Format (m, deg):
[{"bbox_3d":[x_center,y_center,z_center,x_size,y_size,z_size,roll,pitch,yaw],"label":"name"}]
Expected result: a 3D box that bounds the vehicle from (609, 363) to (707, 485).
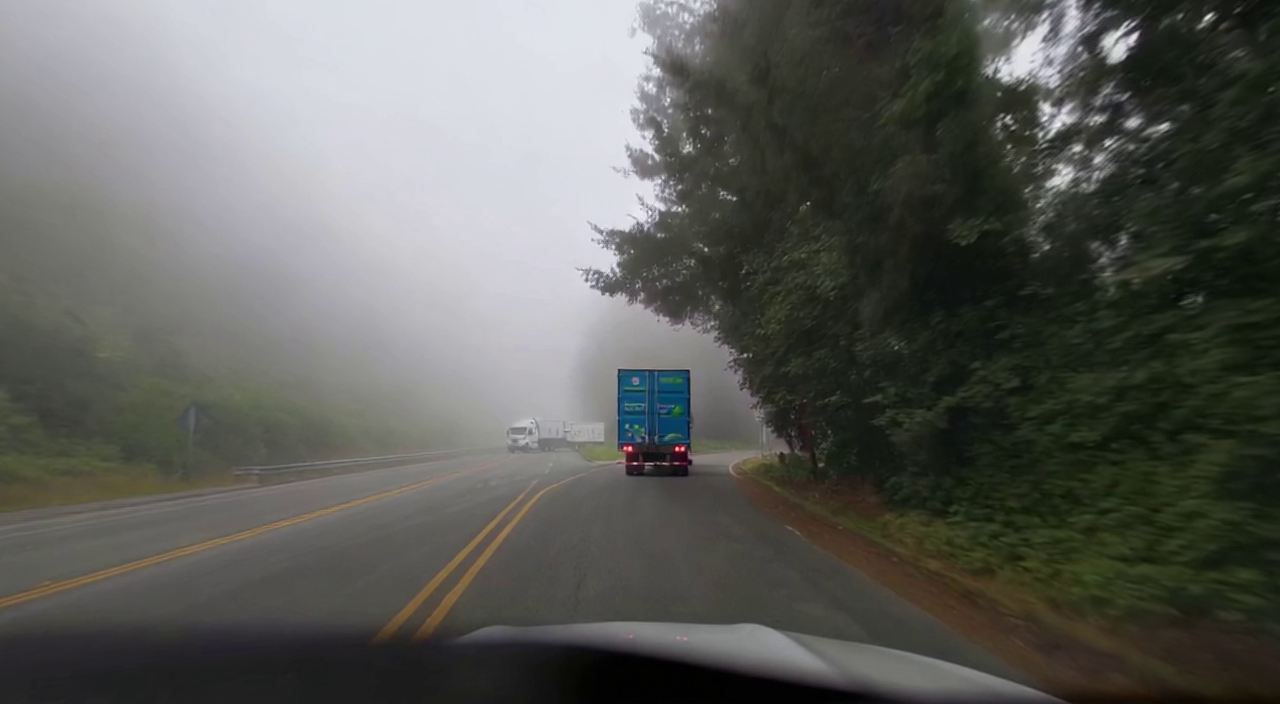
[{"bbox_3d":[0.805,2.799,23.730,2.937,3.647,9.344,-1,-8,3],"label":"vehicle"}]
